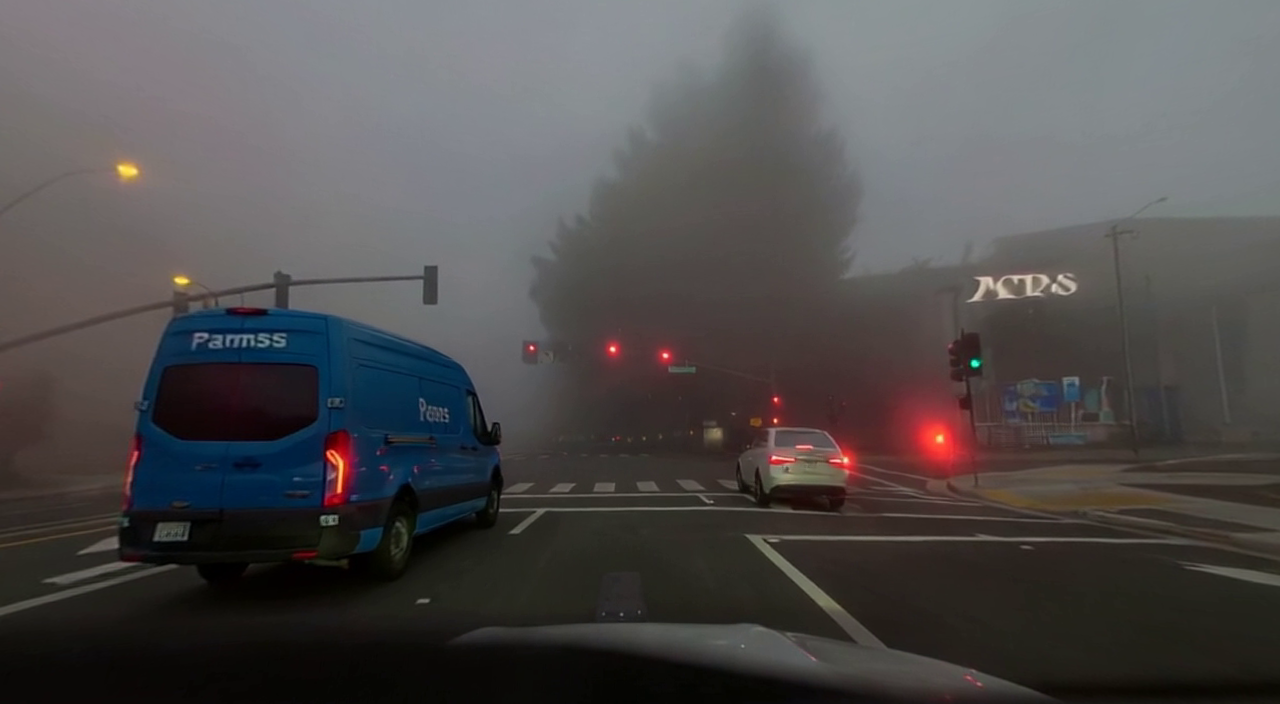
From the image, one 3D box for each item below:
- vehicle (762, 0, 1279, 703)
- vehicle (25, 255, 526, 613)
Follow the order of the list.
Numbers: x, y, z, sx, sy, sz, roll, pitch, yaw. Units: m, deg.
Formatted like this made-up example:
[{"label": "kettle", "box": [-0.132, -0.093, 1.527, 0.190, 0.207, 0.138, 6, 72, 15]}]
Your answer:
[{"label": "vehicle", "box": [3.156, -0.095, 3.549, 2.861, 3.525, 9.858, 0, -9, -1]}, {"label": "vehicle", "box": [-3.384, 1.079, 8.191, 2.443, 2.784, 6.493, 0, -9, 1]}]
